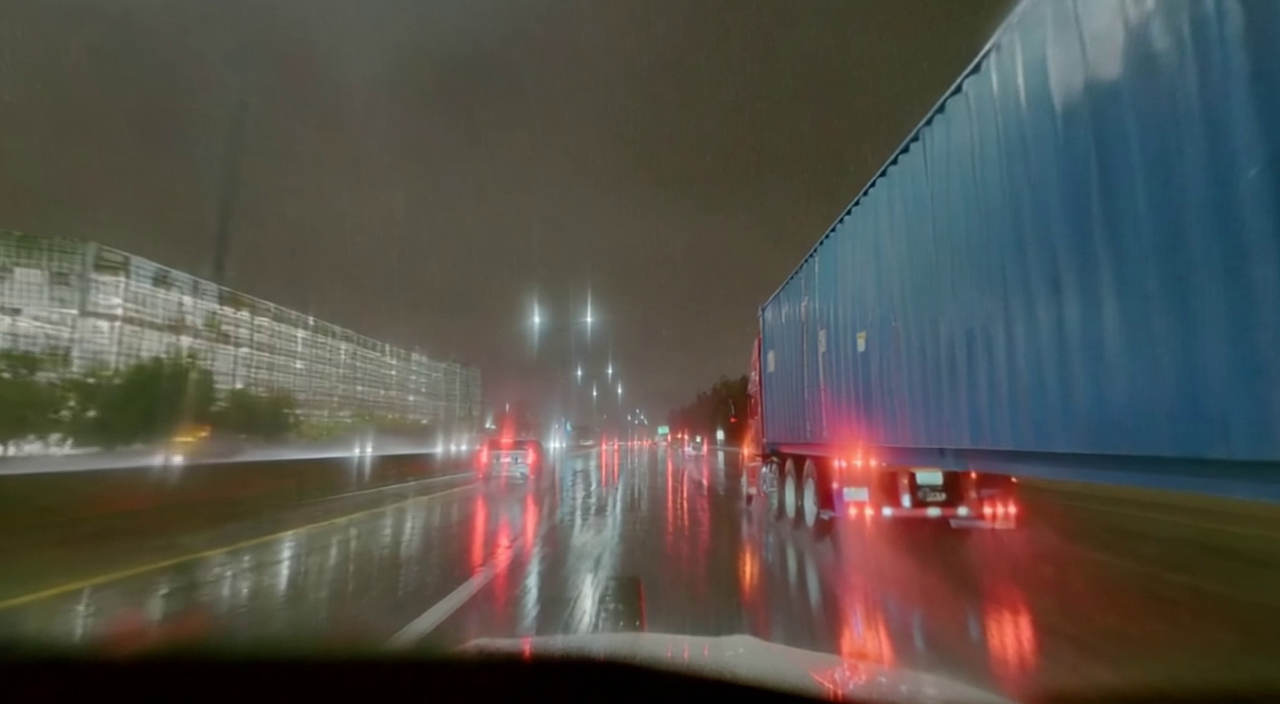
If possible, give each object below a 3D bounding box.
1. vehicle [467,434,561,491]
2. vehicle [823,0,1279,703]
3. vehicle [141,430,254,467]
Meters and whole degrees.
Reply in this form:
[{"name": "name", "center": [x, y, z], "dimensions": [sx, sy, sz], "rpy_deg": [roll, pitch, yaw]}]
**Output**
[{"name": "vehicle", "center": [-3.661, 3.294, 19.075], "dimensions": [1.954, 1.528, 4.010], "rpy_deg": [0, -8, 1]}, {"name": "vehicle", "center": [3.893, -0.512, 1.768], "dimensions": [2.893, 3.992, 13.605], "rpy_deg": [0, -8, 1]}, {"name": "vehicle", "center": [-29.189, 6.435, 41.936], "dimensions": [2.262, 2.226, 7.066], "rpy_deg": [0, -9, 1]}]
